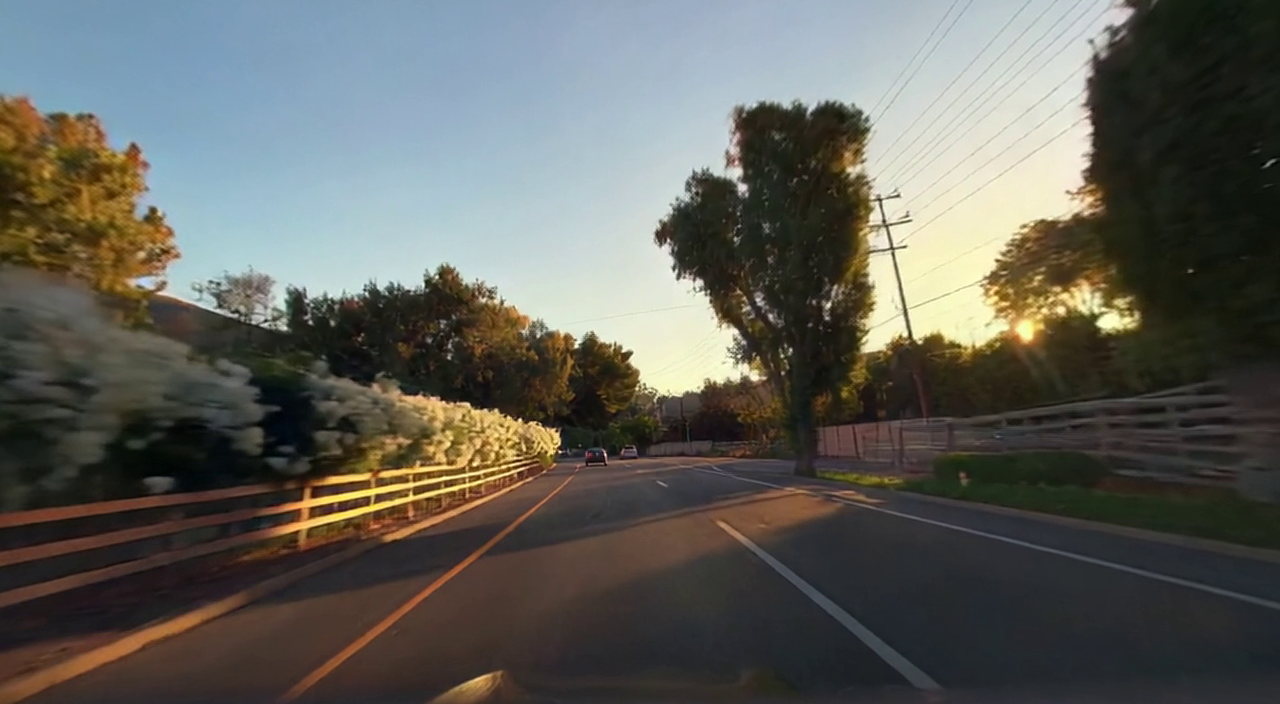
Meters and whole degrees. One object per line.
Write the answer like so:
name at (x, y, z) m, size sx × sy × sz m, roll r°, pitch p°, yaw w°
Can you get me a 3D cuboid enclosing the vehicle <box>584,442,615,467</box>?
vehicle at (-2.922, 7.240, 44.621) m, size 2.005 × 1.633 × 4.044 m, roll 1°, pitch -9°, yaw -5°
